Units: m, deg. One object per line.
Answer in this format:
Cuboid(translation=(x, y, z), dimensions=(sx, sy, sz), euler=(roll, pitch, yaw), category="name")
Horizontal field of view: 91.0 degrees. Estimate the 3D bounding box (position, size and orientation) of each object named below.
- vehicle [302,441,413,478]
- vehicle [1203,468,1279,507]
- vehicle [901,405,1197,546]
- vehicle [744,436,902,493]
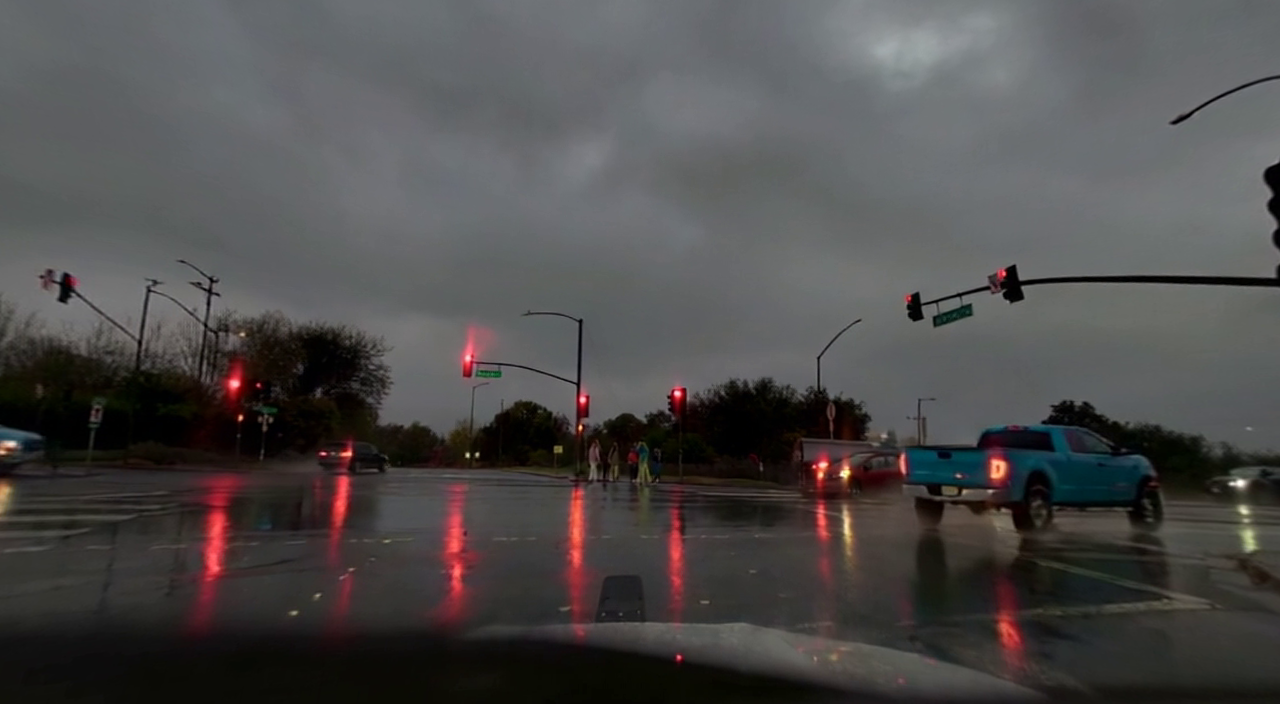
Cuboid(translation=(-12.907, 4.923, 29.156), dimensions=(1.964, 1.525, 4.750), euler=(-2, -9, 17), category="vehicle")
Cuboid(translation=(26.406, 5.609, 26.163), dimensions=(4.322, 1.522, 1.795), euler=(1, -9, -4), category="vehicle")
Cuboid(translation=(8.880, 2.538, 13.629), dimensions=(5.978, 2.400, 2.851), euler=(5, -10, -30), category="vehicle")
Cuboid(translation=(7.107, 4.406, 24.841), dimensions=(5.535, 1.896, 2.170), euler=(3, -9, -6), category="vehicle")
